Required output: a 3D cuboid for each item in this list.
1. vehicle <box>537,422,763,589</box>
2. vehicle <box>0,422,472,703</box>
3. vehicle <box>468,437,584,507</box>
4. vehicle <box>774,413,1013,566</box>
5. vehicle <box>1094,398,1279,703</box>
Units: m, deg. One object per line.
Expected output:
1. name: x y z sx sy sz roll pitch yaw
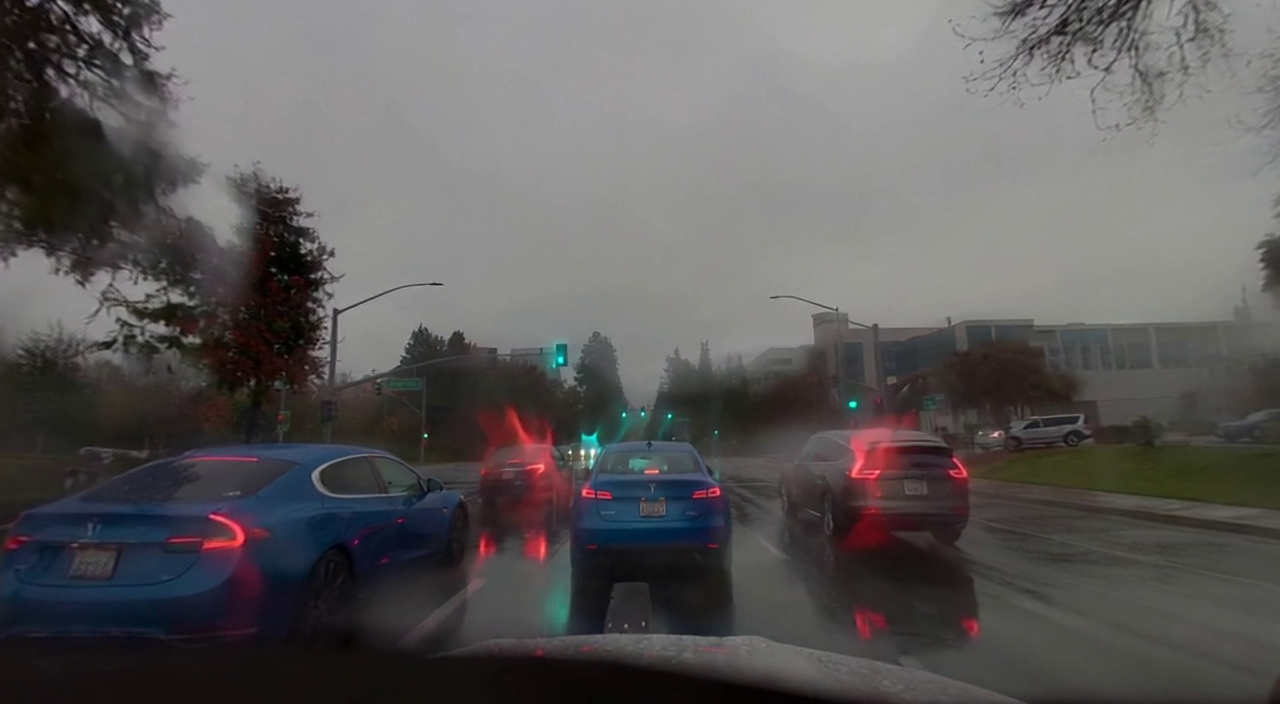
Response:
1. vehicle: 0.087 1.782 8.187 2.144 1.563 4.218 0 -8 0
2. vehicle: -3.088 1.435 5.445 2.015 1.478 4.407 0 -8 0
3. vehicle: -2.749 3.011 16.235 2.089 1.537 4.073 -1 -8 2
4. vehicle: 3.420 1.907 9.481 1.938 1.732 4.006 1 -8 0
5. vehicle: 3.302 0.714 0.837 1.951 1.522 4.614 0 -8 0
